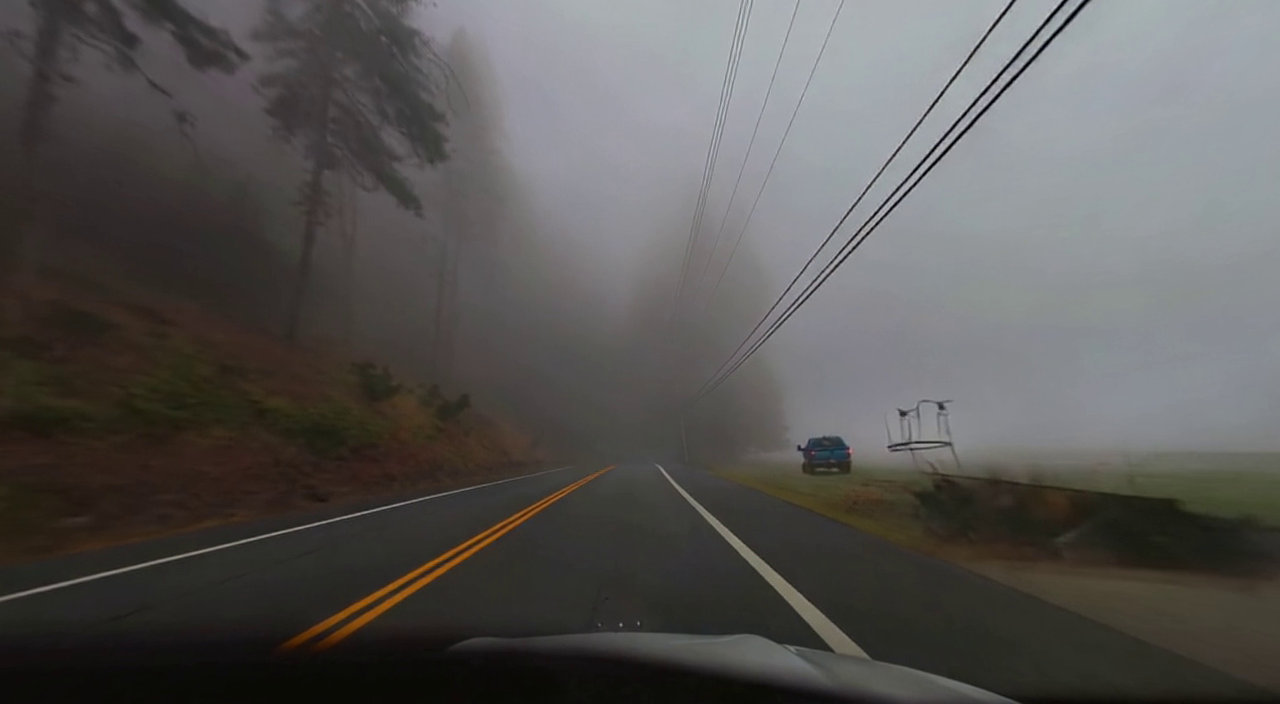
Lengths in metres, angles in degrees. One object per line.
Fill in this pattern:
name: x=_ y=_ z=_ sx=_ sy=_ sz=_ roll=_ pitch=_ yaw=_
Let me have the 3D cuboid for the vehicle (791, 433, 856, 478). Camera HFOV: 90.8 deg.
vehicle: x=12.304 y=6.953 z=42.924 sx=2.986 sy=2.613 sz=6.442 roll=-5 pitch=-8 yaw=7
